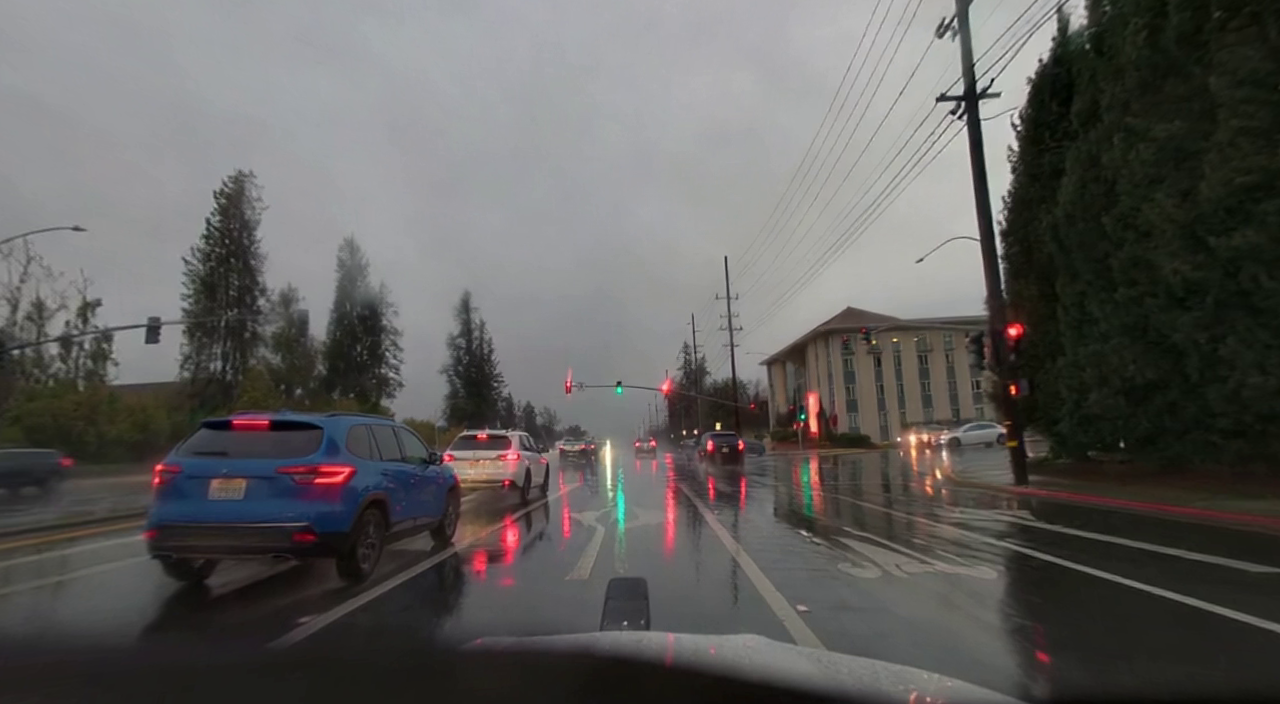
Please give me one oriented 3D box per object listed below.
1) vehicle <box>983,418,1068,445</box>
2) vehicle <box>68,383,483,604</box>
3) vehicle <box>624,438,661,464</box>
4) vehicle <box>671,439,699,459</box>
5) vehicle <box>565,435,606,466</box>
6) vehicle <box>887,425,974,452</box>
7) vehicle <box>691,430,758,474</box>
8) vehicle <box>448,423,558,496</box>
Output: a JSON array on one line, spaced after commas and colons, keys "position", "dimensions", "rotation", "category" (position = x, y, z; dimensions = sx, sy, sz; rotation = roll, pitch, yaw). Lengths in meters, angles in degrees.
[{"position": [26.344, 5.475, 43.227], "dimensions": [4.439, 1.748, 2.037], "rotation": [0, -8, 1], "category": "vehicle"}, {"position": [-3.469, 1.447, 7.268], "dimensions": [2.127, 1.754, 4.287], "rotation": [0, -8, 1], "category": "vehicle"}, {"position": [0.170, 6.130, 39.302], "dimensions": [2.185, 1.515, 4.215], "rotation": [0, -8, 1], "category": "vehicle"}, {"position": [3.459, 7.536, 48.966], "dimensions": [1.886, 1.455, 4.227], "rotation": [0, -8, 0], "category": "vehicle"}, {"position": [-3.077, 5.696, 36.633], "dimensions": [1.900, 1.677, 4.128], "rotation": [0, -8, 2], "category": "vehicle"}, {"position": [19.807, 5.905, 43.056], "dimensions": [5.033, 1.802, 1.928], "rotation": [1, -8, -5], "category": "vehicle"}, {"position": [3.514, 4.301, 27.238], "dimensions": [2.201, 1.734, 4.564], "rotation": [0, -8, -1], "category": "vehicle"}, {"position": [-3.557, 2.903, 17.308], "dimensions": [1.958, 1.744, 4.315], "rotation": [0, -8, 1], "category": "vehicle"}]
